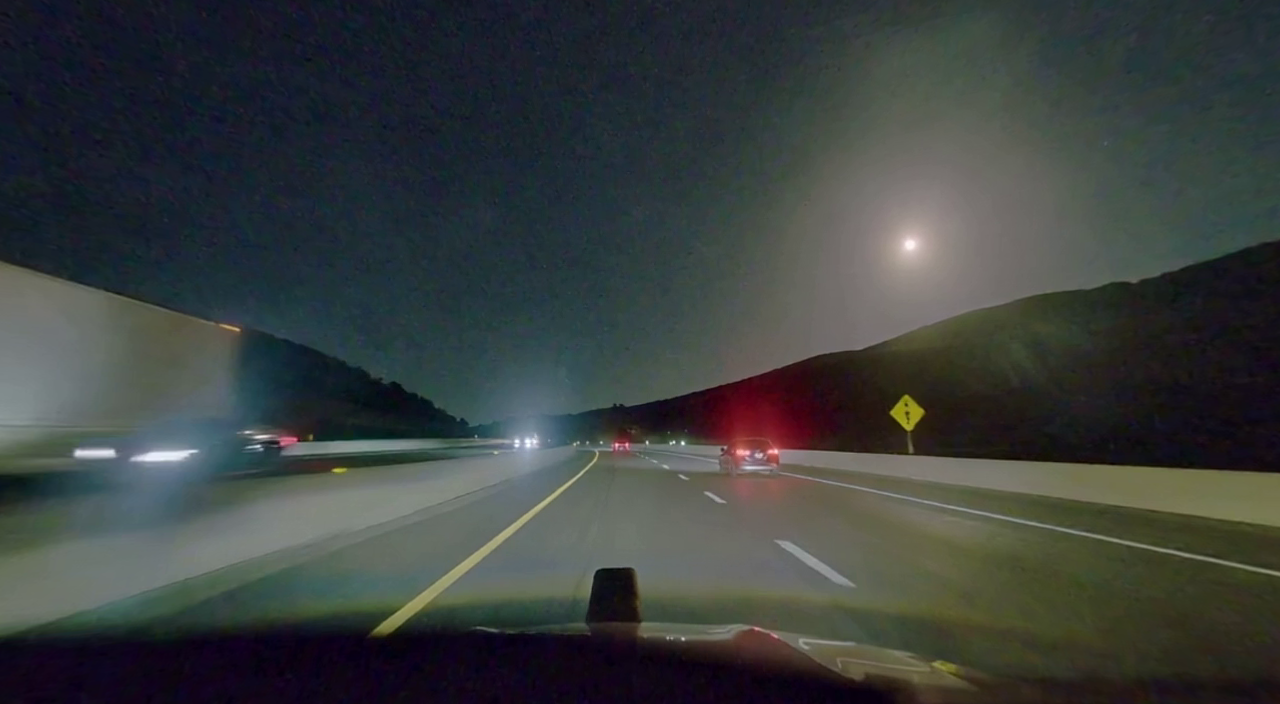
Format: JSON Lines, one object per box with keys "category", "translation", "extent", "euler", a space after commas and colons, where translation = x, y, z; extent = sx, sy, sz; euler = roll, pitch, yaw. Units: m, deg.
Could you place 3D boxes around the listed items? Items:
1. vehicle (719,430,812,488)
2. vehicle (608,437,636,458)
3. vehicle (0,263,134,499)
{"category": "vehicle", "translation": [3.561, 3.098, 18.511], "extent": [1.852, 1.513, 3.652], "euler": [0, -8, -2]}
{"category": "vehicle", "translation": [-1.410, 7.232, 47.759], "extent": [1.998, 1.512, 3.735], "euler": [1, -8, -3]}
{"category": "vehicle", "translation": [-8.498, 0.177, 5.975], "extent": [2.663, 2.628, 5.536], "euler": [0, -8, 0]}
